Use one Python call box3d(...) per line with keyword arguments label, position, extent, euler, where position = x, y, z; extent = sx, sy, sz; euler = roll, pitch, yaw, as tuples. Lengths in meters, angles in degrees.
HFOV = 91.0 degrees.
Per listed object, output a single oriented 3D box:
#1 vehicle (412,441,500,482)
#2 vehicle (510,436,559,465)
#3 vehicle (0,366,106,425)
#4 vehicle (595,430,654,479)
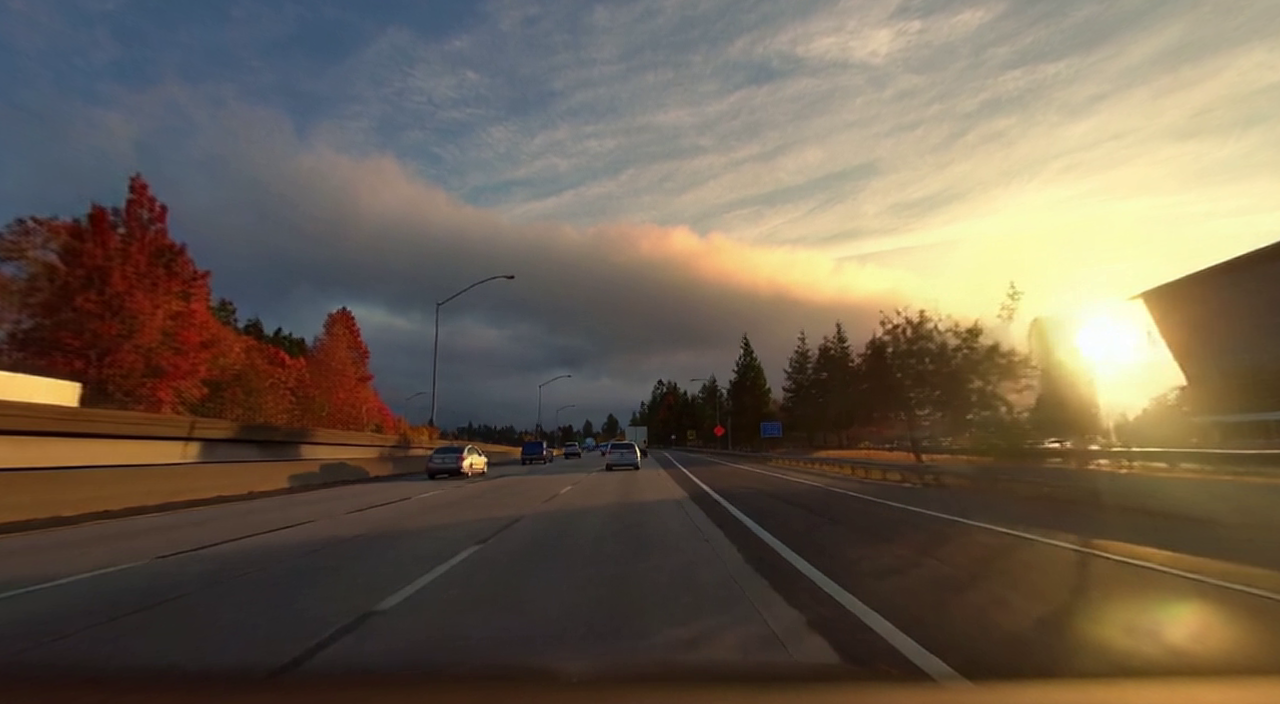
box3d(label="vehicle", position=(-7.345, 4.398, 25.687), extent=(2.074, 1.495, 4.643), euler=(0, -9, 1))
box3d(label="vehicle", position=(-7.278, 6.905, 44.229), extent=(2.328, 1.927, 5.880), euler=(0, -9, 1))
box3d(label="vehicle", position=(-43.689, 2.843, 41.958), extent=(2.869, 3.629, 16.798), euler=(1, -8, -5))
box3d(label="vehicle", position=(-0.602, 4.290, 26.643), extent=(2.245, 1.863, 4.801), euler=(0, -9, 0))
